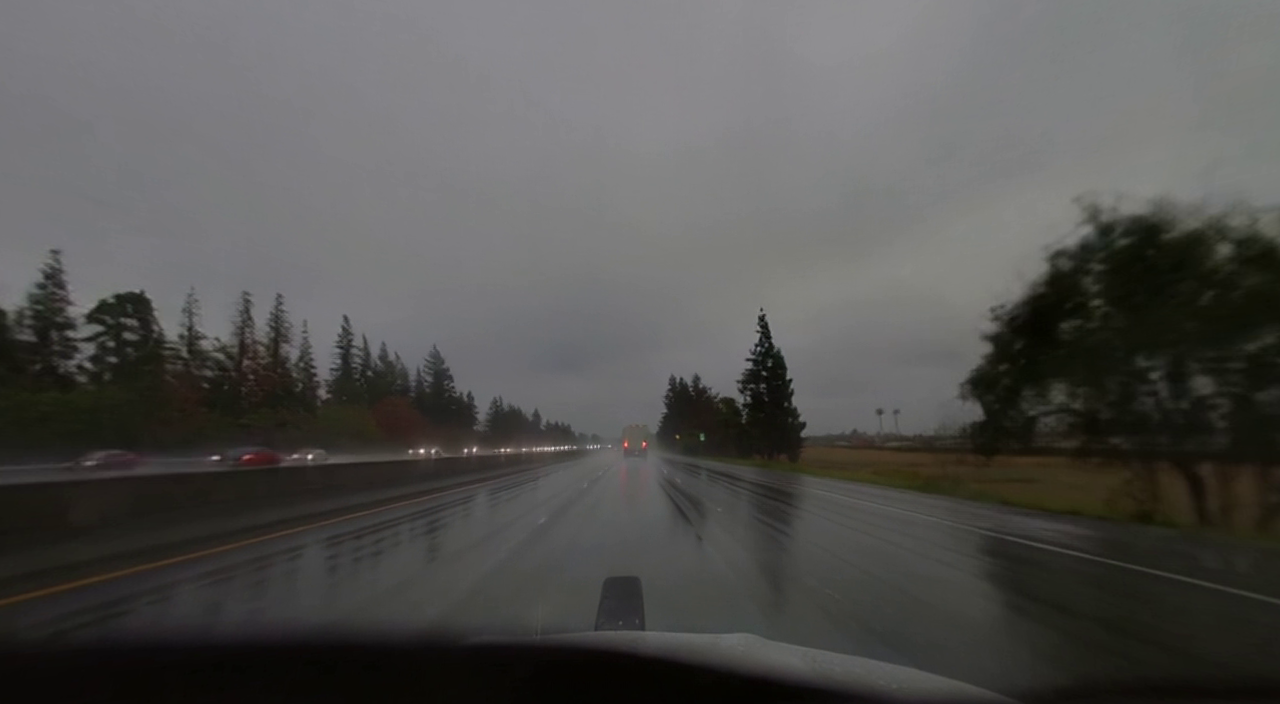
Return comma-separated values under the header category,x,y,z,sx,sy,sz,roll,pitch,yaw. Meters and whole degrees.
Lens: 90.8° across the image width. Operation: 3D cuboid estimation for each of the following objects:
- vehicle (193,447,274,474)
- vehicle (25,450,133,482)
category,x,y,z,sx,sy,sz,roll,pitch,yaw
vehicle,-28.317,7.558,44.260,2.301,1.770,5.042,0,-9,0
vehicle,-32.782,6.647,37.135,1.941,1.741,4.805,0,-9,-1
